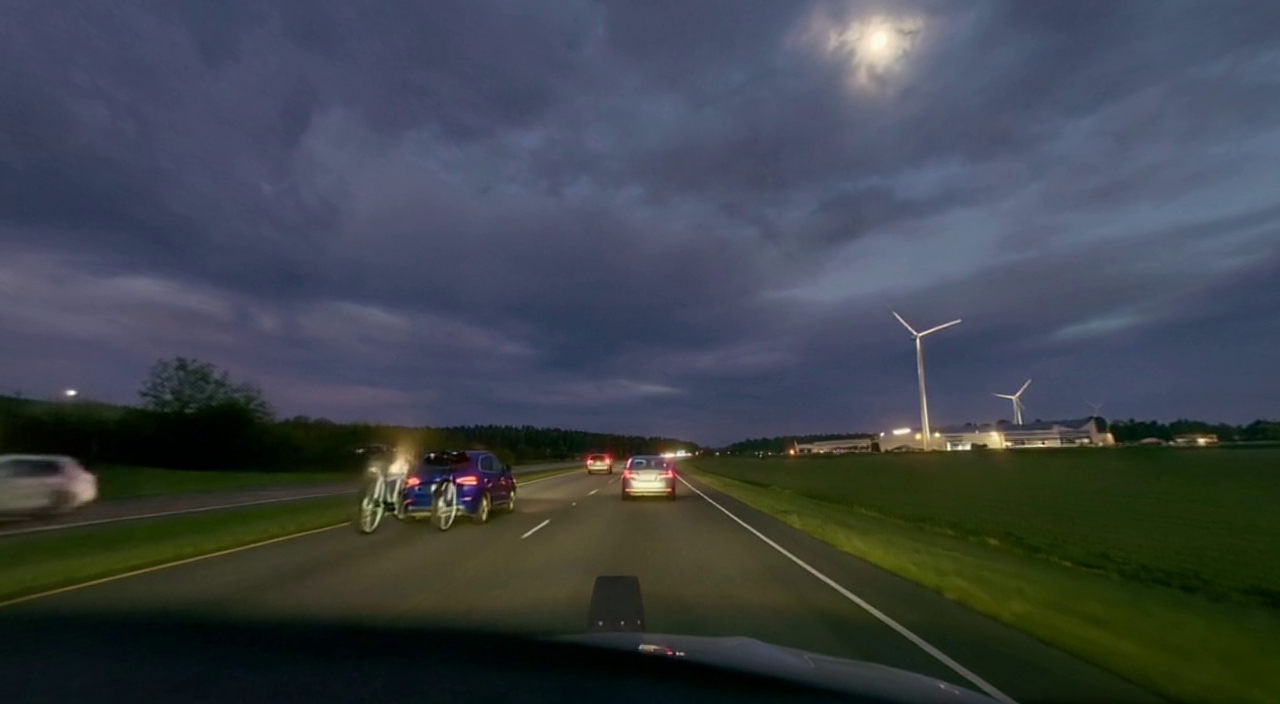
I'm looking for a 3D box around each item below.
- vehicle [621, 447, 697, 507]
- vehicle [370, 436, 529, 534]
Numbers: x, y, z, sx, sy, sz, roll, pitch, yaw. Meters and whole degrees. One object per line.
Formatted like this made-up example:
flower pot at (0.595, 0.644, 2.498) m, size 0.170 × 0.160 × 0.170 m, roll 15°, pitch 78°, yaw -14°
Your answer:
vehicle at (0.501, 3.702, 19.110) m, size 2.063 × 1.582 × 3.955 m, roll 0°, pitch -9°, yaw 0°
vehicle at (-3.702, 2.657, 13.120) m, size 1.962 × 1.681 × 4.033 m, roll 0°, pitch -9°, yaw 1°
